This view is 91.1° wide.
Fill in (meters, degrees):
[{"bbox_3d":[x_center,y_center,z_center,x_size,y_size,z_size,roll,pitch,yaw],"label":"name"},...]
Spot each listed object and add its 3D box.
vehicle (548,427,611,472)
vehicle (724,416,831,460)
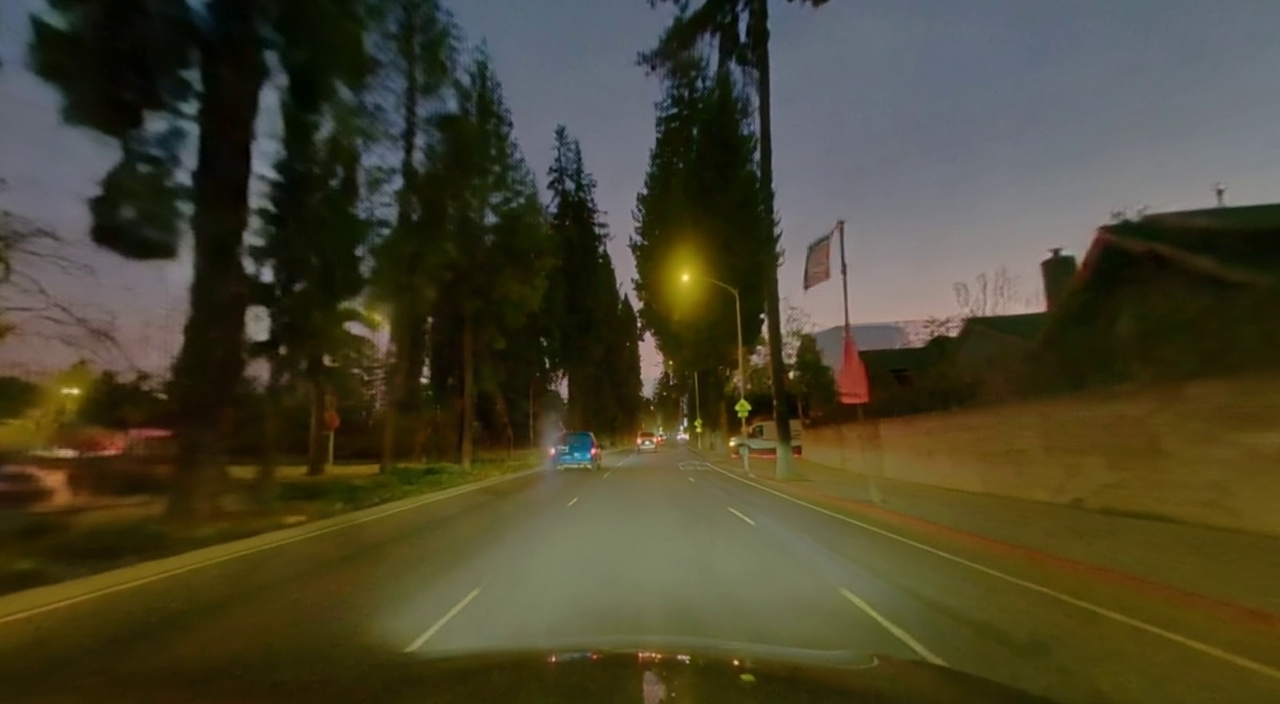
[{"bbox_3d":[-2.674,4.476,28.942,2.281,1.837,4.845,0,-8,1],"label":"vehicle"},{"bbox_3d":[9.787,6.177,45.469,7.177,2.935,3.132,0,-7,6],"label":"vehicle"}]
